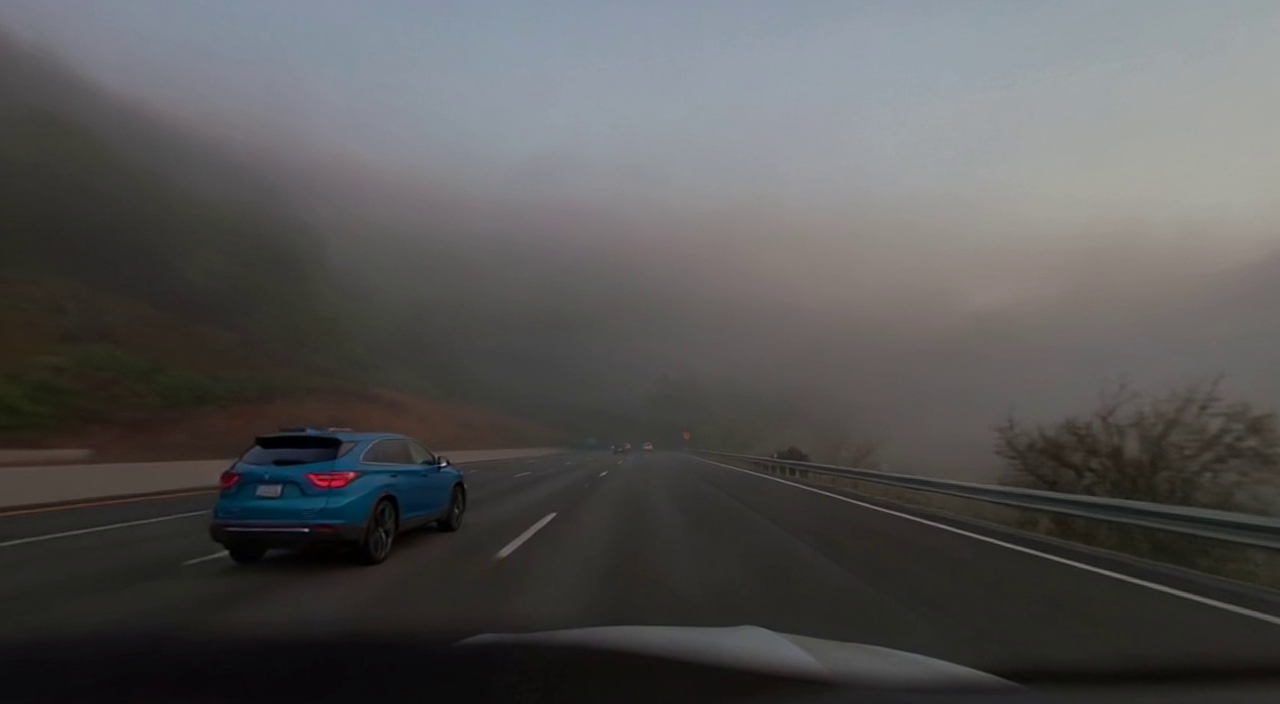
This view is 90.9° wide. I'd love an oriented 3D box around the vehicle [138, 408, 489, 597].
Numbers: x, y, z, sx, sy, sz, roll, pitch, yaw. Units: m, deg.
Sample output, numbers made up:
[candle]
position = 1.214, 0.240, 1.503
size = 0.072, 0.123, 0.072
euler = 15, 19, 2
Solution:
[vehicle]
position = -3.424, 1.656, 7.813
size = 1.983, 1.663, 4.290
euler = 0, -9, 1
